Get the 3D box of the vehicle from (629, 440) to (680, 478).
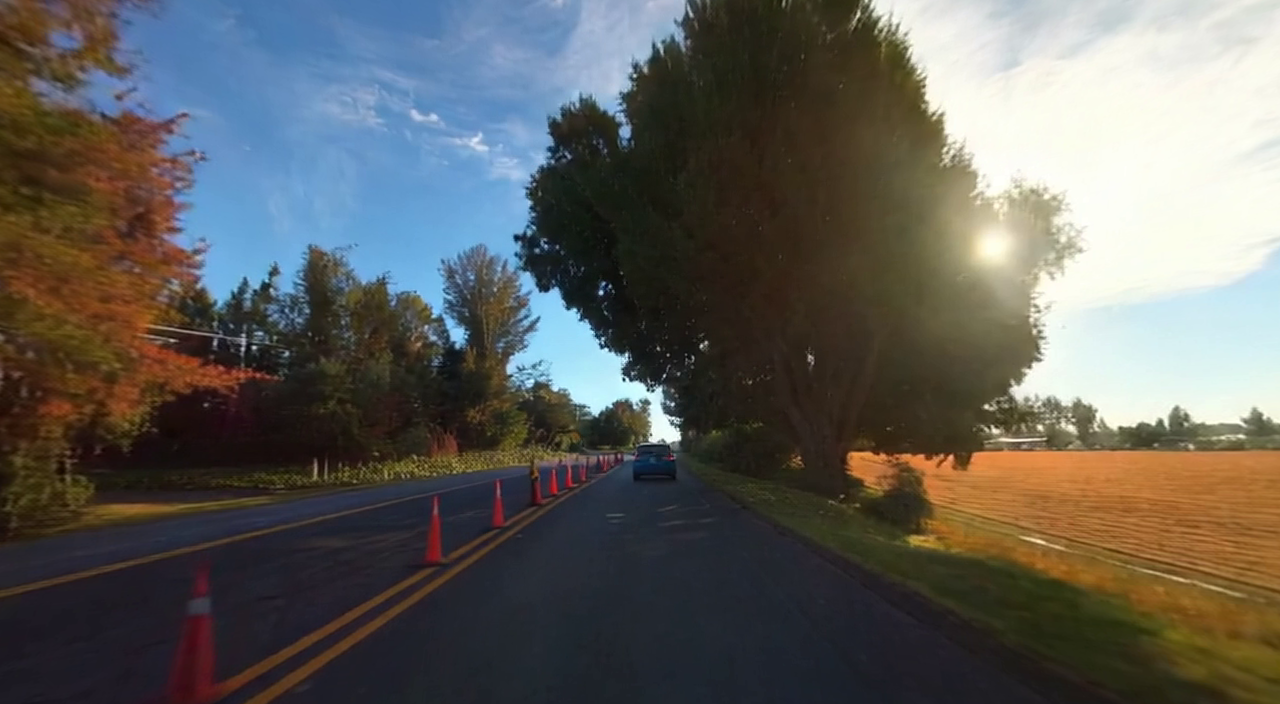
[{"bbox_3d":[0.660,4.552,27.103,2.042,1.489,3.963,0,-9,2],"label":"vehicle"}]
